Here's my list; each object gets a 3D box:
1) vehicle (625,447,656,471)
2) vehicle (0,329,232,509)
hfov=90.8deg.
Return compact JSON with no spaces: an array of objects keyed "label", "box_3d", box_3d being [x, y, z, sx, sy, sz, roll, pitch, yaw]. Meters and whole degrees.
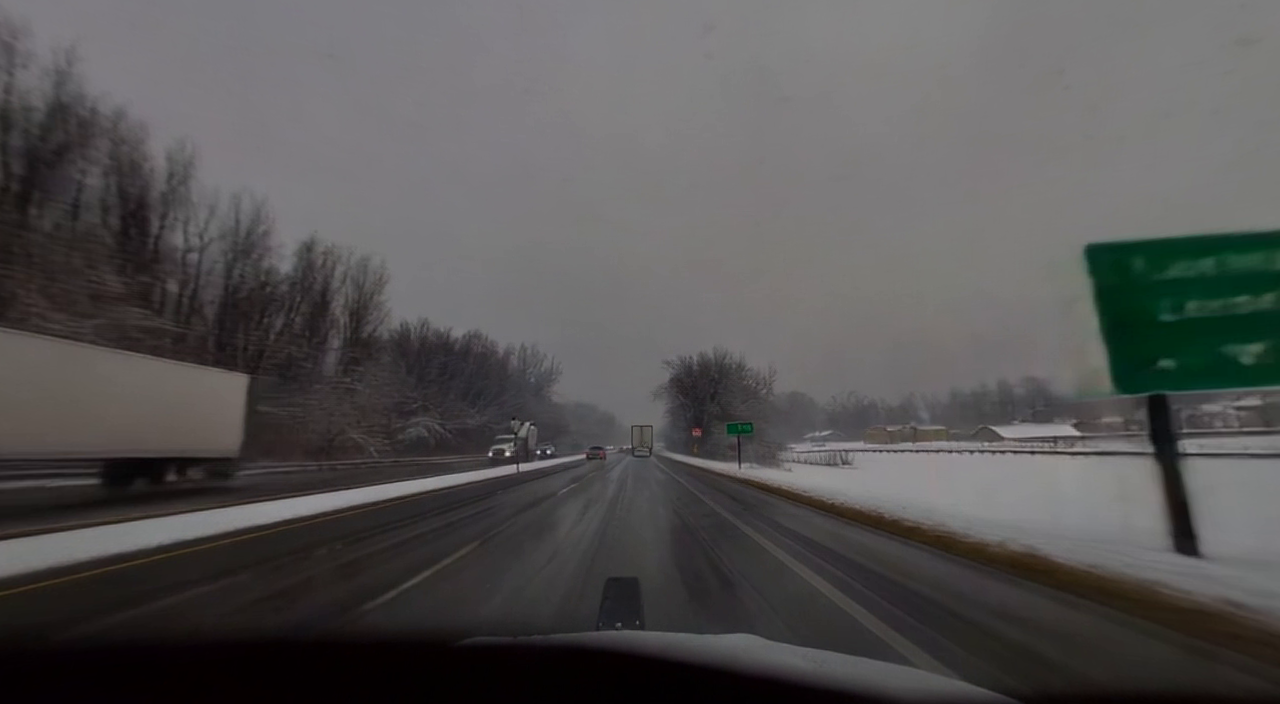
[{"label":"vehicle","box_3d":[0.023,6.641,39.339,1.853,1.436,3.438,0,-9,0]},{"label":"vehicle","box_3d":[-15.994,1.668,15.243,2.856,4.029,14.034,0,-9,0]}]
